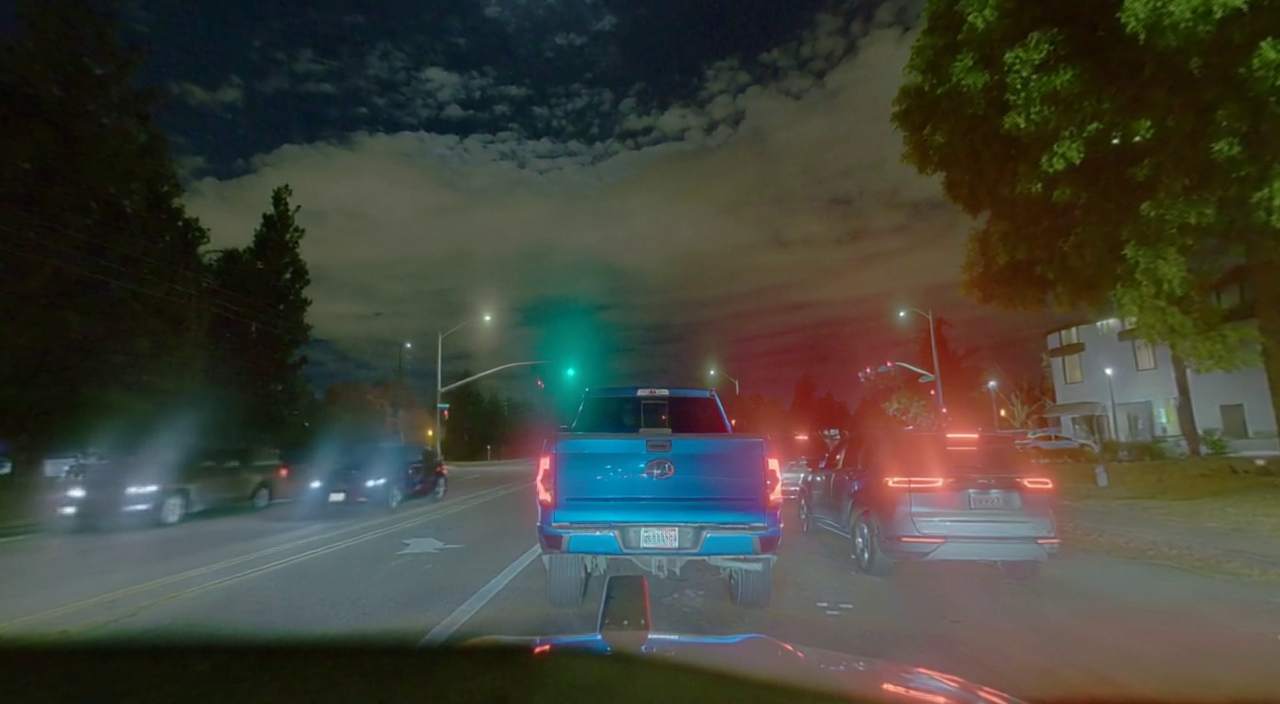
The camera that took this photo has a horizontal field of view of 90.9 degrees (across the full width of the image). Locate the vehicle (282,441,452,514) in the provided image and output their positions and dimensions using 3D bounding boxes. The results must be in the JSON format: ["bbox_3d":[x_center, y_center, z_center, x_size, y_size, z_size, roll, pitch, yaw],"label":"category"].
[{"bbox_3d":[-6.238,2.887,15.085,1.994,1.469,4.367,0,-8,2],"label":"vehicle"}]

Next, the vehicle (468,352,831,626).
[{"bbox_3d":[0.088,1.392,7.404,2.636,2.011,5.425,0,-8,1],"label":"vehicle"}]

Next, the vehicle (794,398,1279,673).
[{"bbox_3d":[3.333,1.505,6.504,2.155,1.667,5.162,0,-8,0],"label":"vehicle"}]

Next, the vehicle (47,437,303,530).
[{"bbox_3d":[-9.457,2.657,13.467,1.920,1.563,4.643,-2,-8,0],"label":"vehicle"}]
